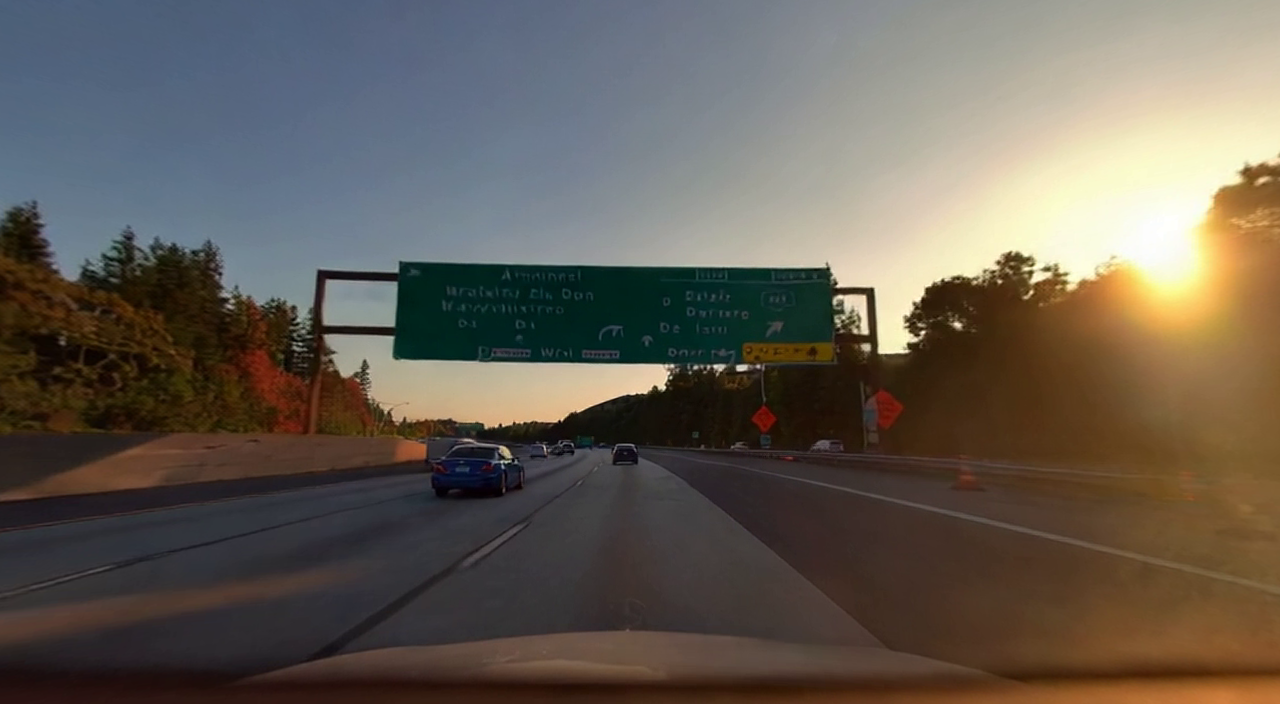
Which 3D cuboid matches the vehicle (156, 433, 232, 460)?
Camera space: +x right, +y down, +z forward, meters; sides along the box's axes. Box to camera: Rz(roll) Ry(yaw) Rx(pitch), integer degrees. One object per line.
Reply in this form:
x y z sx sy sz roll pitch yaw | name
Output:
-29.952 6.334 42.325 1.912 1.707 4.472 0 -8 -2 | vehicle

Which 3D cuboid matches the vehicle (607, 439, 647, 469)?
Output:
-0.713 5.398 33.437 1.963 1.462 4.681 0 -8 -1 | vehicle

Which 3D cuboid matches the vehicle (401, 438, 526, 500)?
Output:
-4.422 2.987 16.530 2.001 1.415 4.360 0 -8 0 | vehicle
